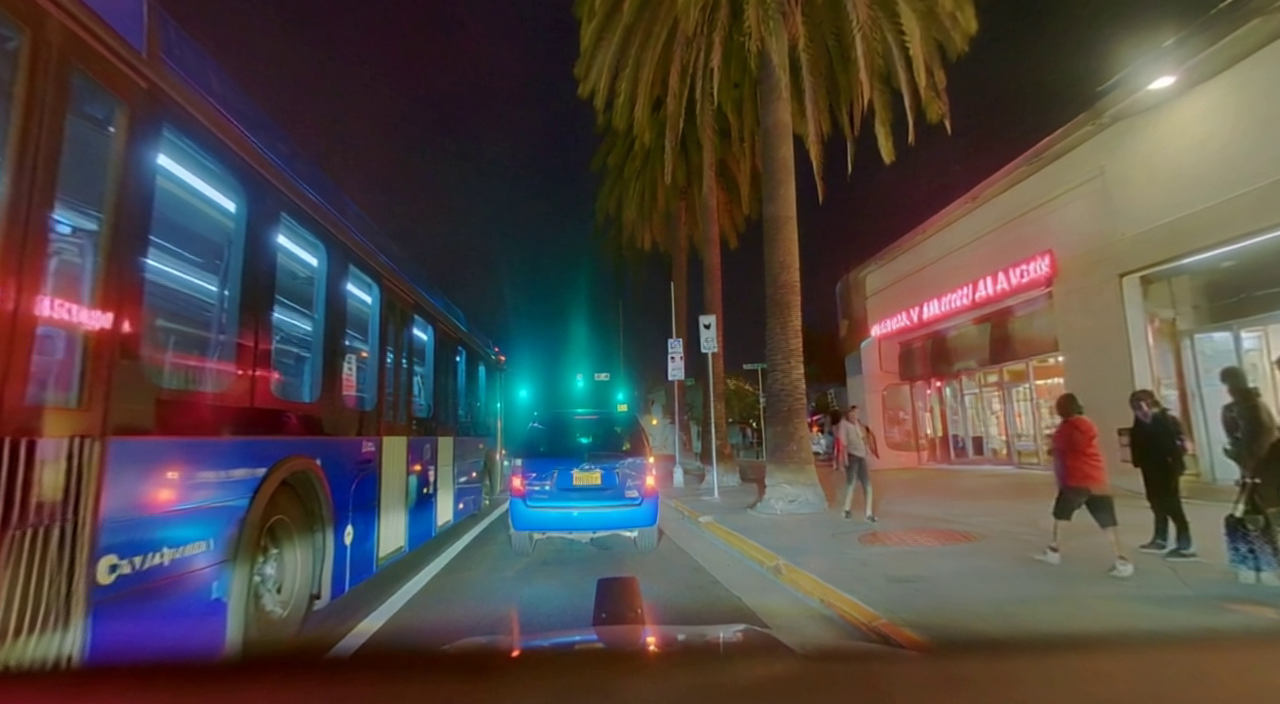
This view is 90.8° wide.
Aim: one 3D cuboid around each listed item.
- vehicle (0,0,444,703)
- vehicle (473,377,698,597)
[{"bbox_3d":[-3.783,0.113,2.927,2.863,3.233,11.573,0,-8,-4],"label":"vehicle"},{"bbox_3d":[-0.799,1.502,7.813,2.002,1.907,4.211,1,-9,-9],"label":"vehicle"}]
